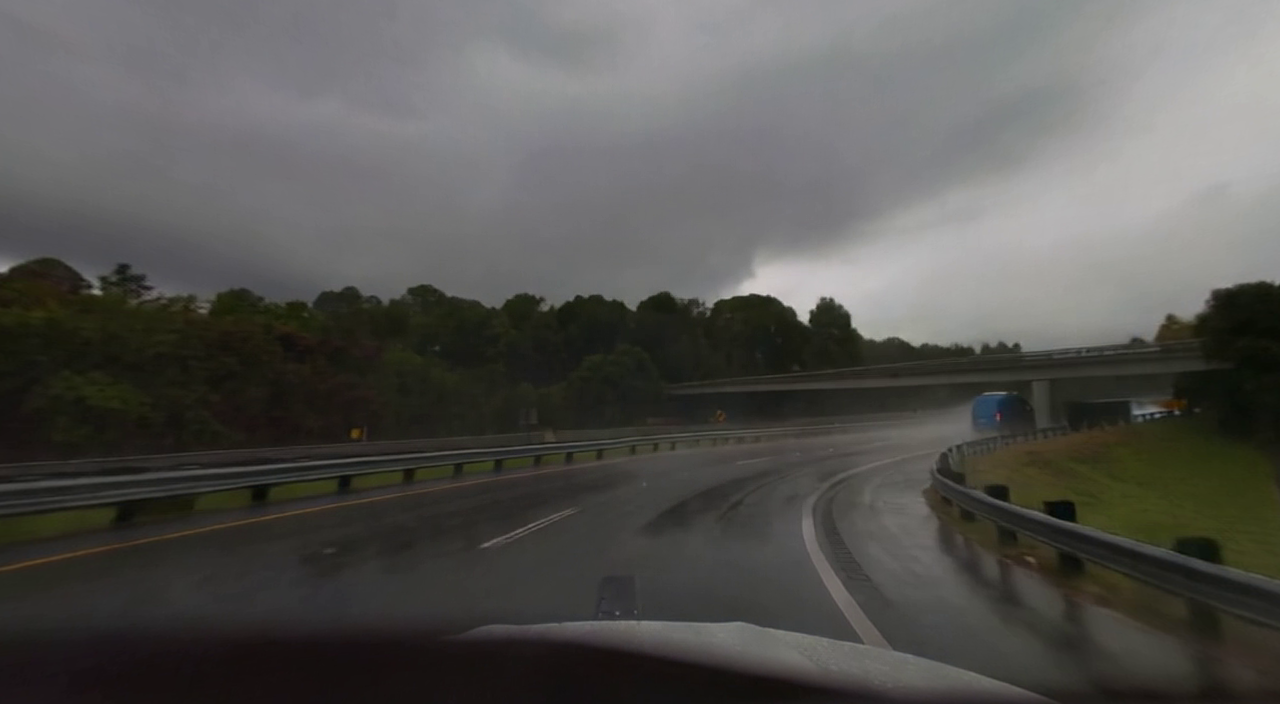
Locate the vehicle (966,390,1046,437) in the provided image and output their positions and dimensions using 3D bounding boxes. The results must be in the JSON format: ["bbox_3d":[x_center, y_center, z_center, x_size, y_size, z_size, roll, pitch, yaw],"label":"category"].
[{"bbox_3d":[22.081,3.788,37.924,5.330,2.577,2.352,6,-10,-40],"label":"vehicle"}]
